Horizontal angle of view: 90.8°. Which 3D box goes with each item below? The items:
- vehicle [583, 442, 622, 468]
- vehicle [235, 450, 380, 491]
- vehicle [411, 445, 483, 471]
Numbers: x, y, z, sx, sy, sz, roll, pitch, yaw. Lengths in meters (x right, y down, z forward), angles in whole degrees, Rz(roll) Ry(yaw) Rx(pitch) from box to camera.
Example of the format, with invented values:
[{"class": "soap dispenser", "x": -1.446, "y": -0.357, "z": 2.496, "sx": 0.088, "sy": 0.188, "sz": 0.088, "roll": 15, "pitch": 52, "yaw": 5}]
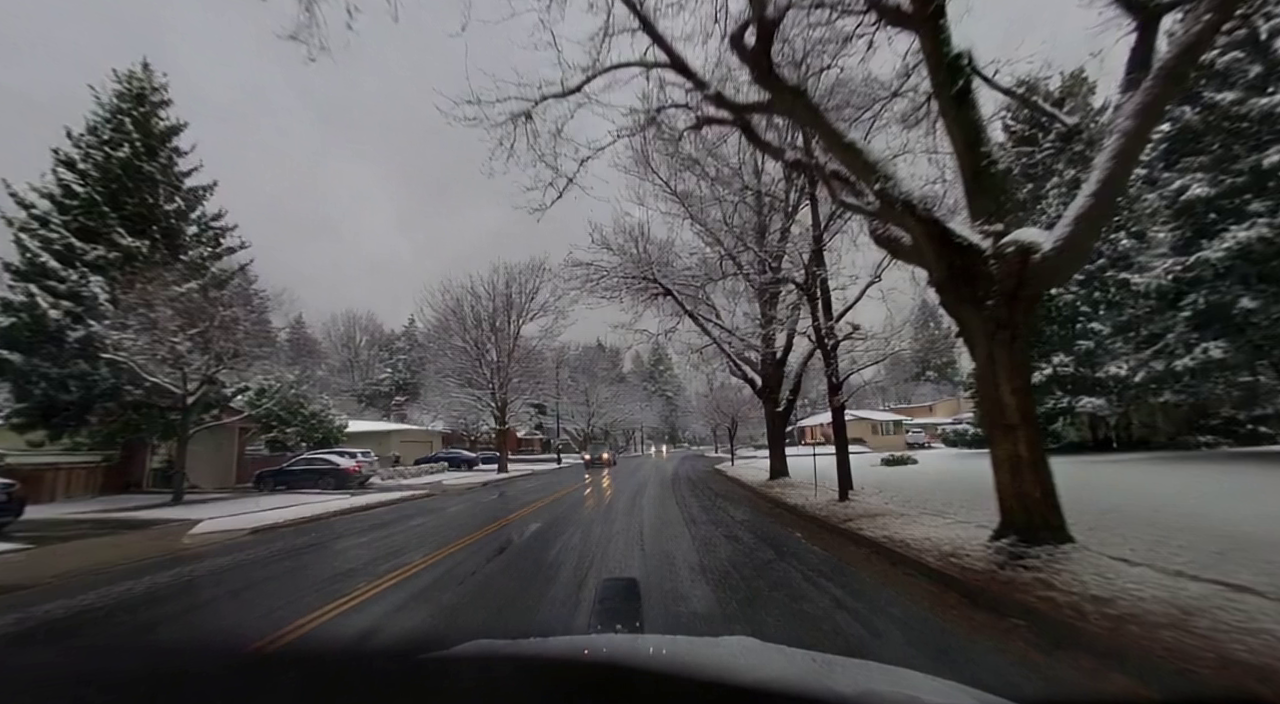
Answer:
[{"class": "vehicle", "x": -2.673, "y": 7.420, "z": 45.806, "sx": 2.131, "sy": 1.731, "sz": 4.533, "roll": -1, "pitch": -9, "yaw": 5}, {"class": "vehicle", "x": -13.396, "y": 4.782, "z": 25.686, "sx": 4.703, "sy": 1.487, "sz": 2.002, "roll": 1, "pitch": -9, "yaw": -1}, {"class": "vehicle", "x": -12.990, "y": 7.191, "z": 42.778, "sx": 4.237, "sy": 1.687, "sz": 1.970, "roll": 0, "pitch": -9, "yaw": -1}]
